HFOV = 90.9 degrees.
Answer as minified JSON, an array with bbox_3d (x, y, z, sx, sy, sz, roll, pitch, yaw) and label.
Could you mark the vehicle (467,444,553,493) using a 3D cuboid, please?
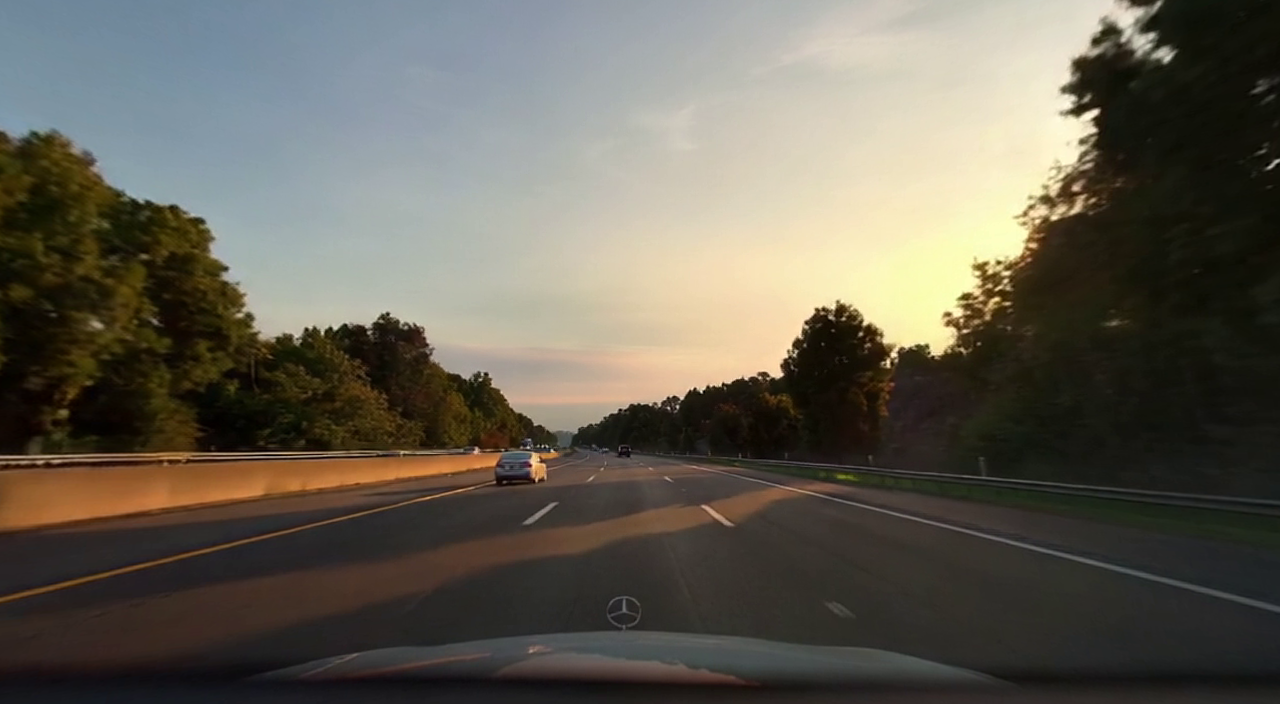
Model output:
[{"bbox_3d":[-4.340,3.964,21.814,2.022,1.513,4.613,0,-9,0],"label":"vehicle"}]
